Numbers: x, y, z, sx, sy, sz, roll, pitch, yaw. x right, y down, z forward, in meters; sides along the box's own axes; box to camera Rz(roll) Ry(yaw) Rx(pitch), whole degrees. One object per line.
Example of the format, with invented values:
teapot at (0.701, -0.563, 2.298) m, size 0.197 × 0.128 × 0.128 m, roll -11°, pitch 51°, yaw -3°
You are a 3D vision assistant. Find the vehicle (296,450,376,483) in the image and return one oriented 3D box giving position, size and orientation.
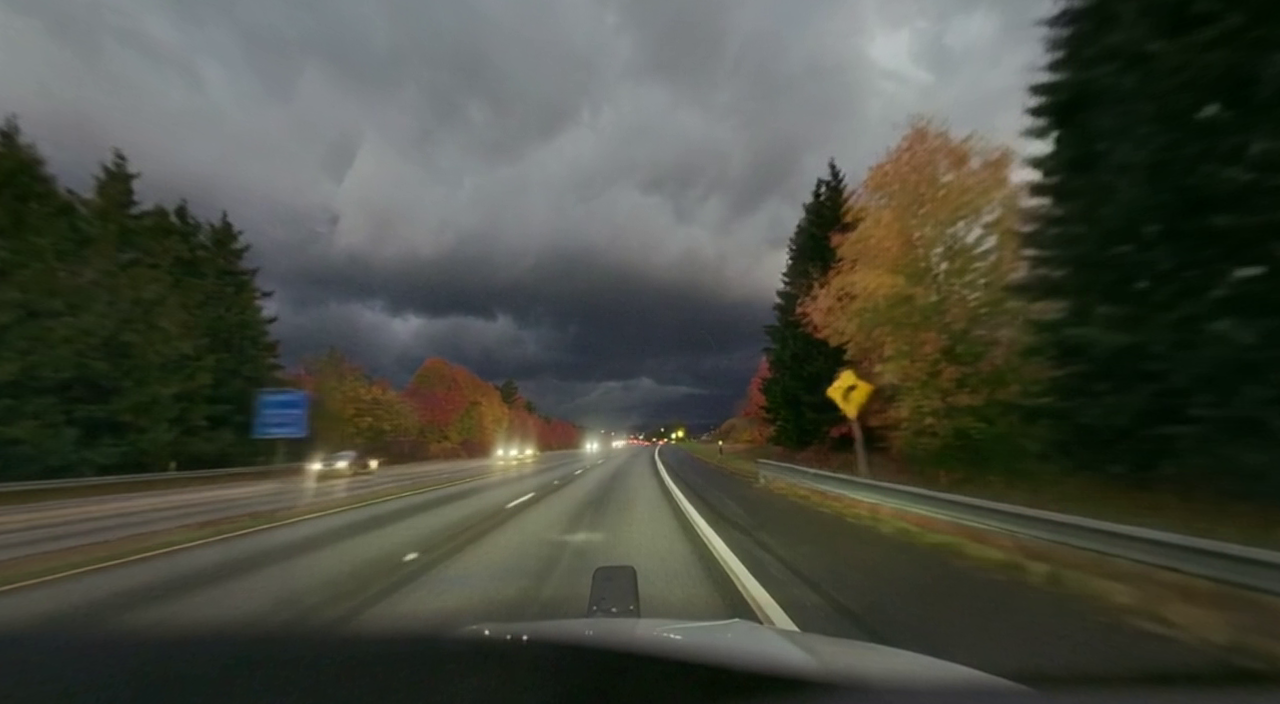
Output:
vehicle at (-14.942, 5.608, 31.193) m, size 1.969 × 1.449 × 3.961 m, roll -1°, pitch -8°, yaw 1°
